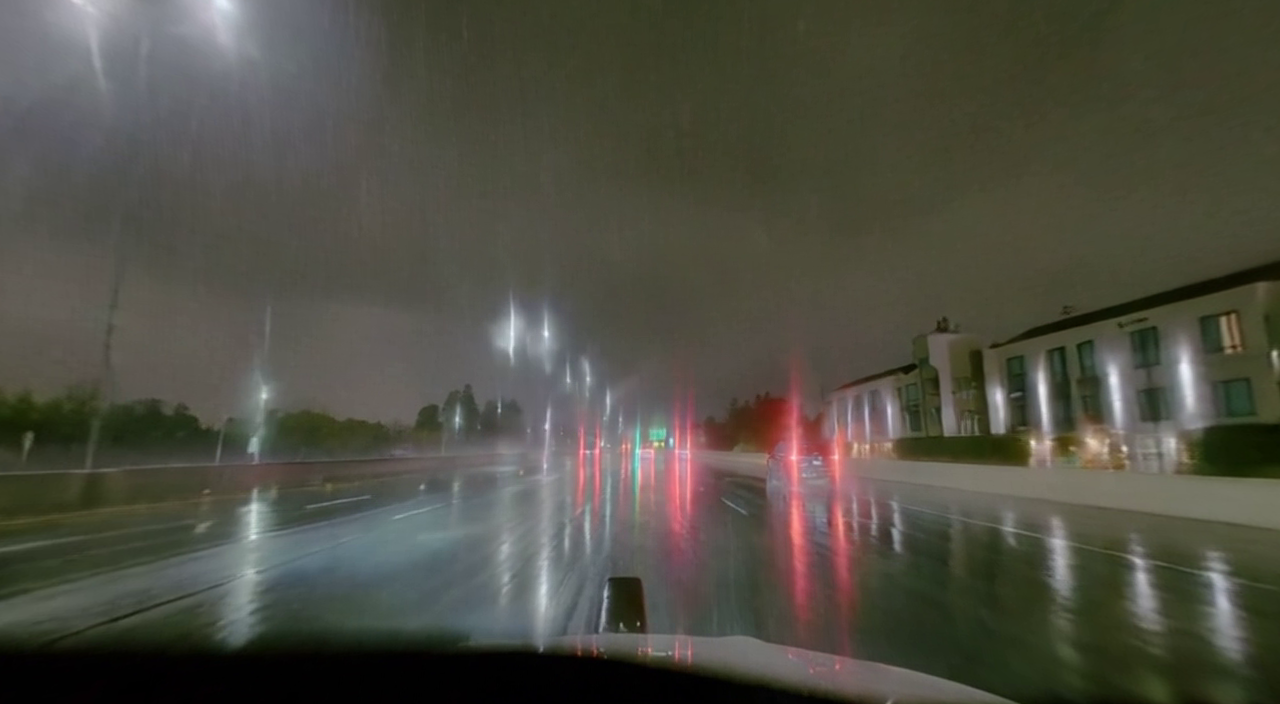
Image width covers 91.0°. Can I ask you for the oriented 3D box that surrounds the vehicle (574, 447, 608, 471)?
[{"bbox_3d":[-3.555,7.864,46.453,2.195,1.630,4.336,0,-9,0],"label":"vehicle"}]
